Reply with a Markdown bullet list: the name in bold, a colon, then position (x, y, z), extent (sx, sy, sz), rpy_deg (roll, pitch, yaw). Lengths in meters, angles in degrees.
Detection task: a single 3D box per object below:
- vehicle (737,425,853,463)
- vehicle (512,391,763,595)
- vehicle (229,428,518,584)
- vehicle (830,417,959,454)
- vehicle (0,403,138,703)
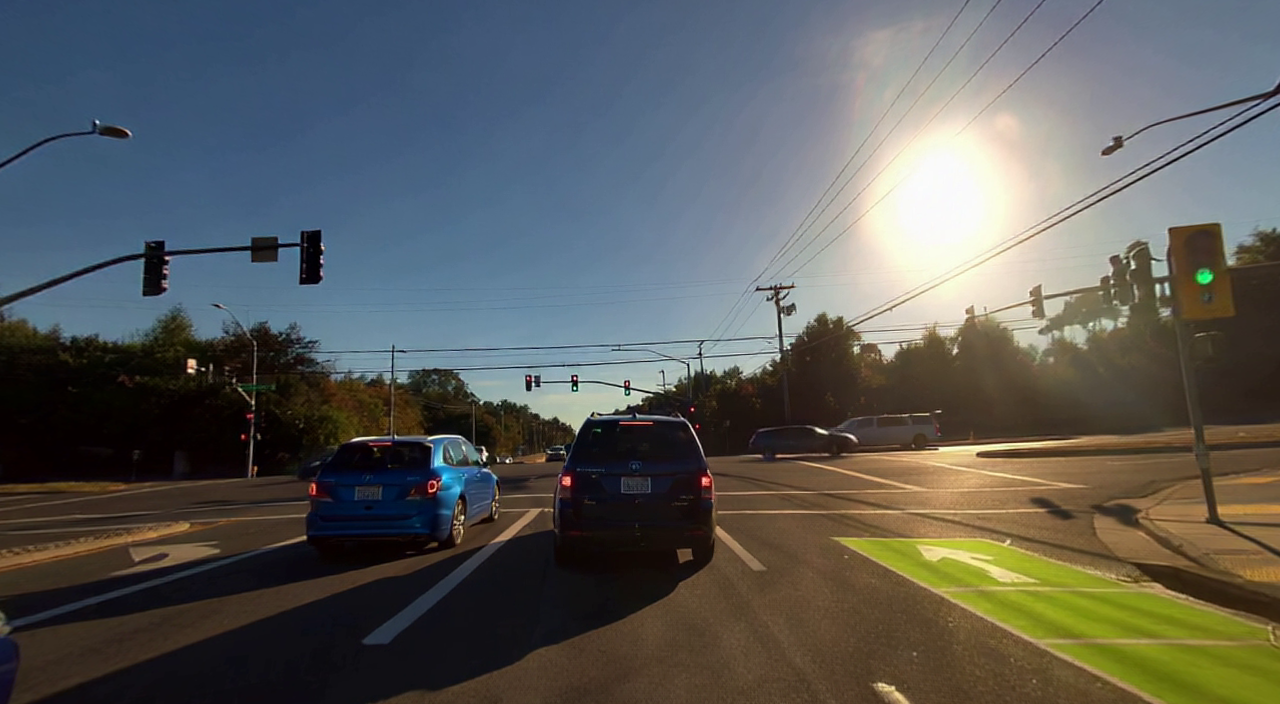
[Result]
- **vehicle**: position (7.380, 4.387, 30.123), extent (4.977, 1.648, 2.088), rpy_deg (-4, -9, 25)
- **vehicle**: position (-0.052, 1.524, 7.614), extent (2.182, 1.773, 4.041), rpy_deg (0, -8, -1)
- **vehicle**: position (-2.933, 1.762, 7.995), extent (1.969, 1.486, 3.702), rpy_deg (0, -8, 1)
- **vehicle**: position (13.874, 4.601, 34.829), extent (6.143, 1.944, 2.229), rpy_deg (-1, -8, 5)
- **vehicle**: position (-3.353, 0.660, 0.443), extent (1.928, 1.488, 4.936), rpy_deg (0, -8, 0)
